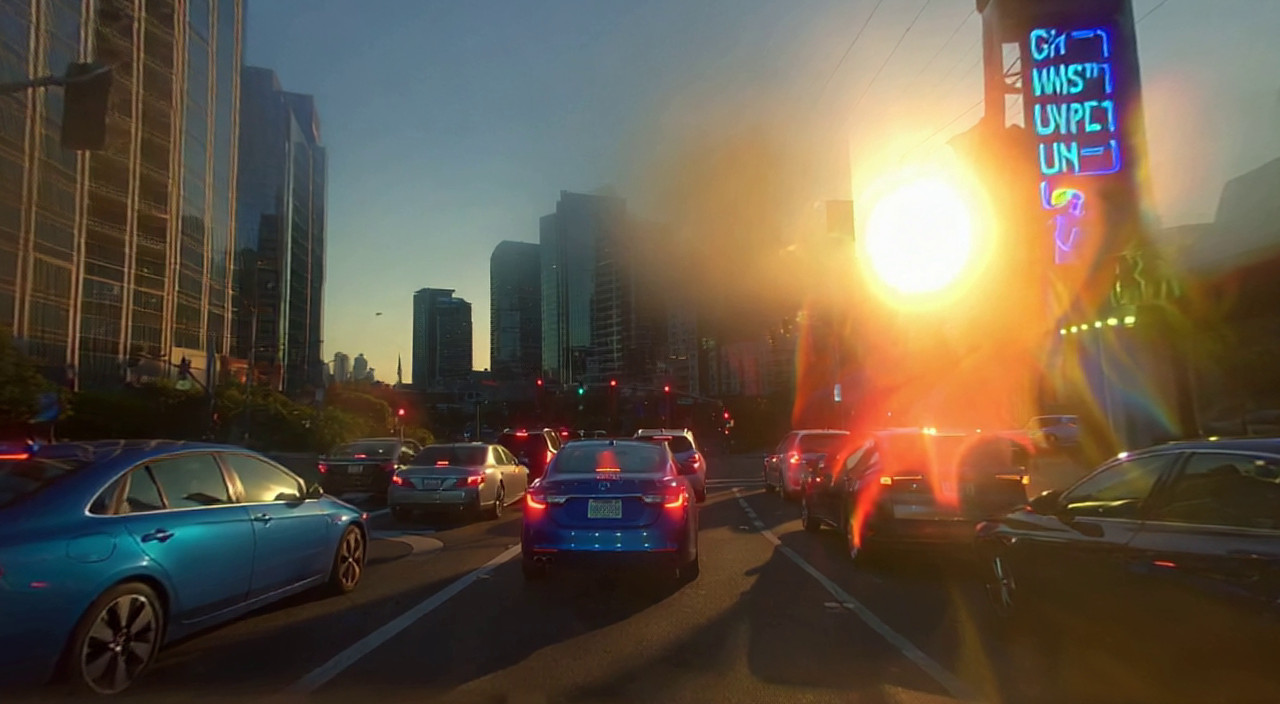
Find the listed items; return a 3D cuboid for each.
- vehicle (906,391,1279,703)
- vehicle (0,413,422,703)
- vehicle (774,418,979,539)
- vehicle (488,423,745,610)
[{"bbox_3d":[3.407,1.067,3.493,1.981,1.499,4.536,-1,-8,2],"label":"vehicle"},{"bbox_3d":[-3.410,1.298,4.718,1.980,1.454,4.226,0,-8,1],"label":"vehicle"},{"bbox_3d":[3.775,2.098,11.024,2.007,1.683,4.171,0,-8,1],"label":"vehicle"},{"bbox_3d":[-0.175,1.618,7.120,2.059,1.477,3.988,0,-8,0],"label":"vehicle"}]
